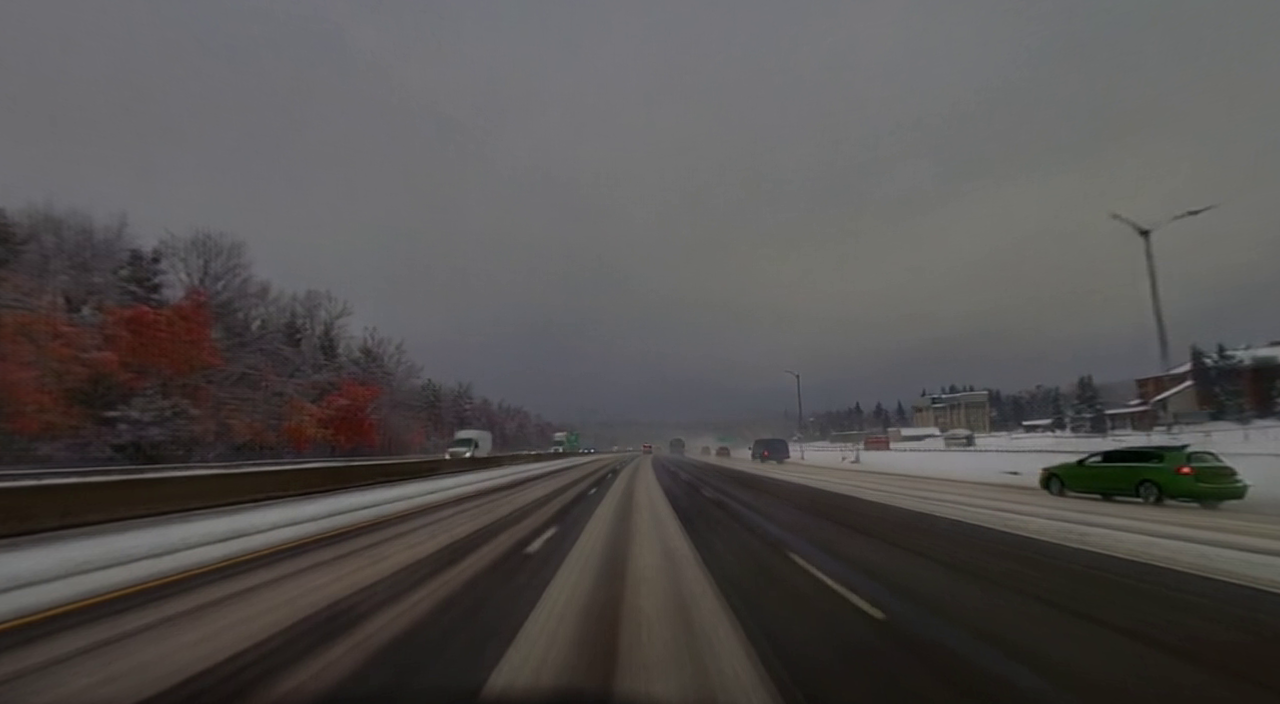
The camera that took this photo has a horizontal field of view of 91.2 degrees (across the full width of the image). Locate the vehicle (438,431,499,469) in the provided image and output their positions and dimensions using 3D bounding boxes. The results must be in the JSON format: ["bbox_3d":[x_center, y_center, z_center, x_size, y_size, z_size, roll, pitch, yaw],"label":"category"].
[{"bbox_3d":[-12.017,6.953,44.497,2.376,2.426,6.323,-1,-9,1],"label":"vehicle"}]

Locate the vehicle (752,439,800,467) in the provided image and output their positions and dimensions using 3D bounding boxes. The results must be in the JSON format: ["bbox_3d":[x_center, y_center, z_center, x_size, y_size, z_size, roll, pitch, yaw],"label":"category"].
[{"bbox_3d":[9.109,6.828,42.484,2.034,1.770,4.637,0,-9,-2],"label":"vehicle"}]
